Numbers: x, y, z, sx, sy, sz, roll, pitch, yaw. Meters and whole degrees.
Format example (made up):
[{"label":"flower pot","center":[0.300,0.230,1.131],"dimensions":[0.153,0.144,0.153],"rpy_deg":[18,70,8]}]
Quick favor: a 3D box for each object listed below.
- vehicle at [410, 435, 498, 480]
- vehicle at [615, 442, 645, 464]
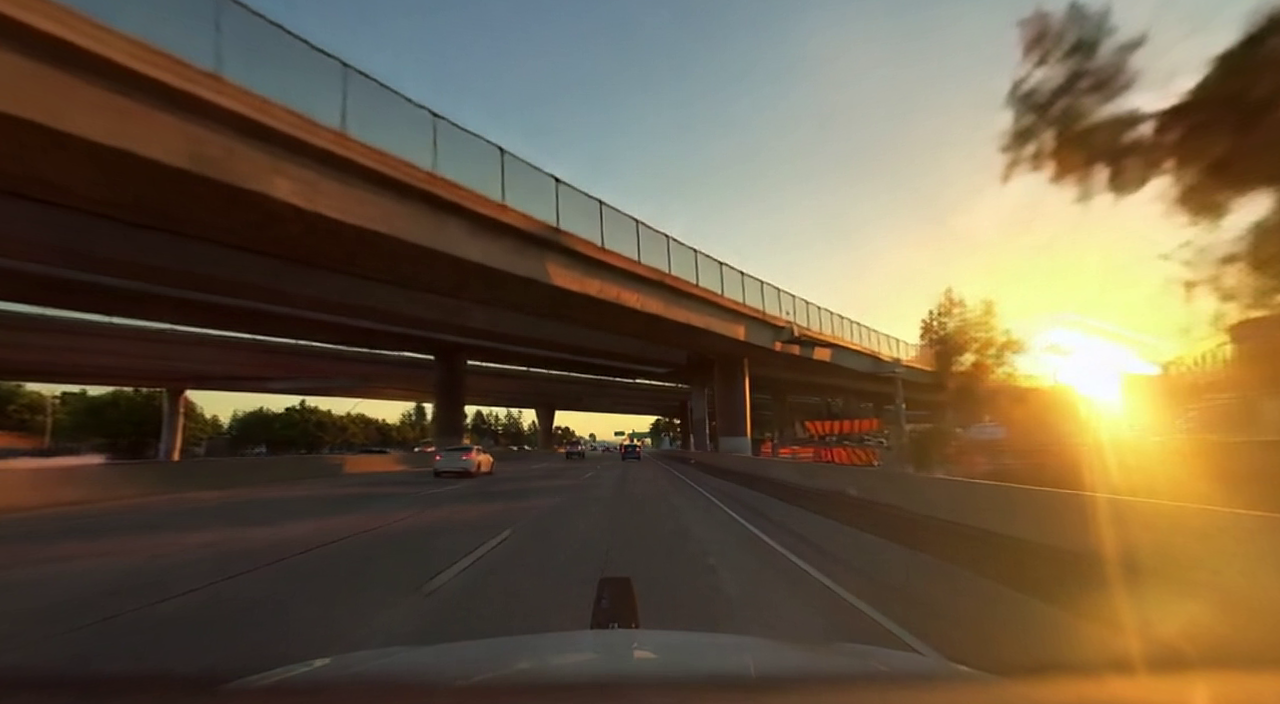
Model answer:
[{"label":"vehicle","center":[-7.187,4.114,24.888],"dimensions":[2.128,1.604,4.279],"rpy_deg":[0,-8,0]},{"label":"vehicle","center":[-0.733,7.202,45.293],"dimensions":[2.051,1.459,4.092],"rpy_deg":[0,-8,0]}]
